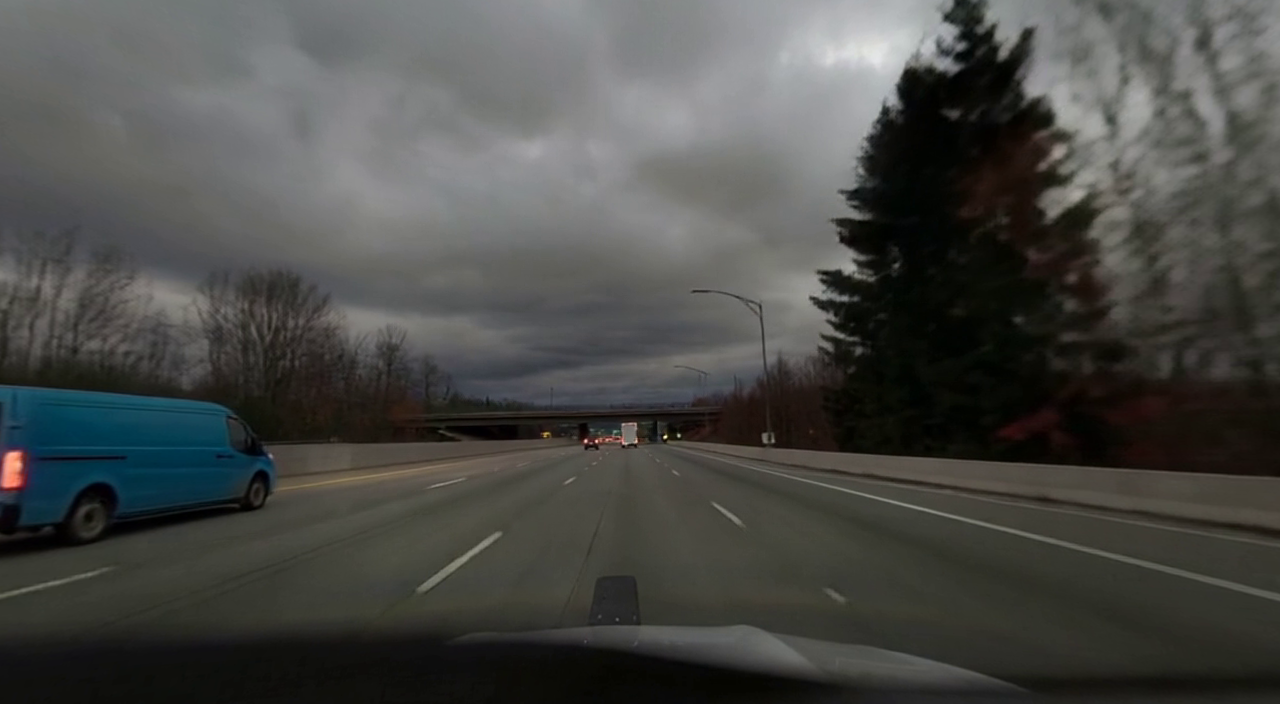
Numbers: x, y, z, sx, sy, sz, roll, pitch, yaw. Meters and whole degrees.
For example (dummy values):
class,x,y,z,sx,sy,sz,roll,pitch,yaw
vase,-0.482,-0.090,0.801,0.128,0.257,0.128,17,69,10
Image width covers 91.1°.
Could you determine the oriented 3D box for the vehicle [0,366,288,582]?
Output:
class,x,y,z,sx,sy,sz,roll,pitch,yaw
vehicle,-7.112,1.448,8.102,2.150,1.996,5.341,0,-8,-2
